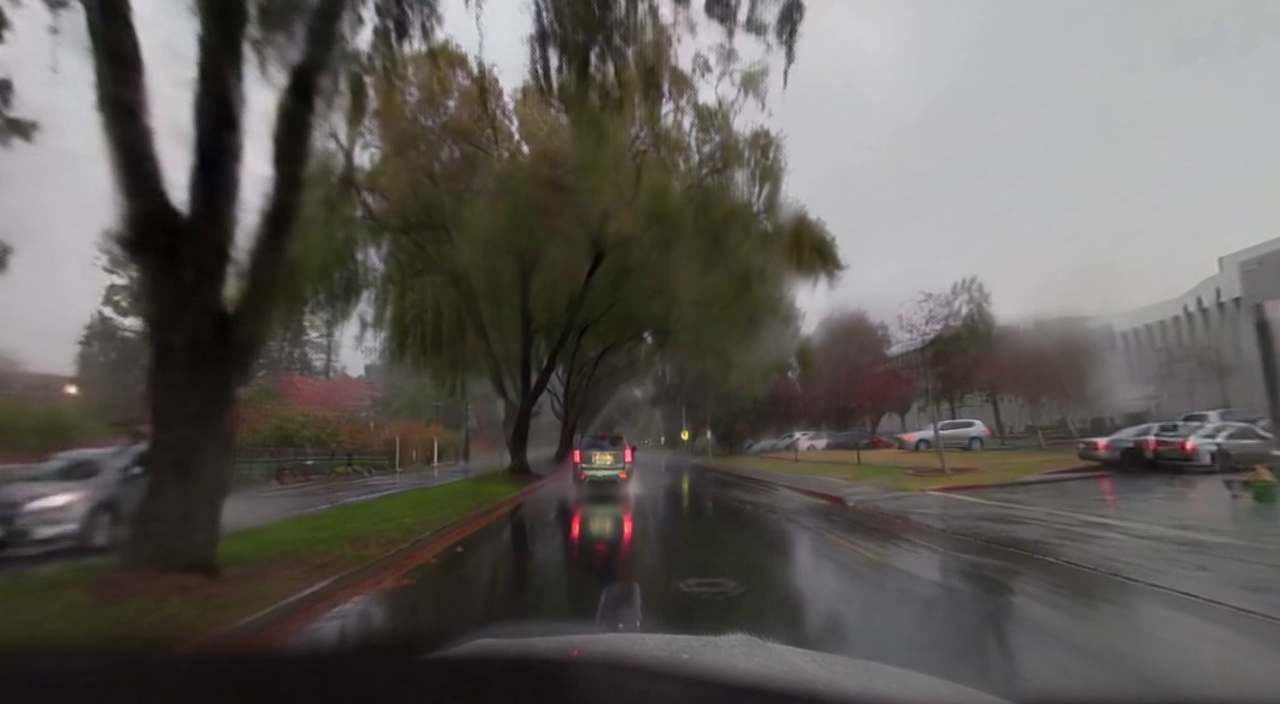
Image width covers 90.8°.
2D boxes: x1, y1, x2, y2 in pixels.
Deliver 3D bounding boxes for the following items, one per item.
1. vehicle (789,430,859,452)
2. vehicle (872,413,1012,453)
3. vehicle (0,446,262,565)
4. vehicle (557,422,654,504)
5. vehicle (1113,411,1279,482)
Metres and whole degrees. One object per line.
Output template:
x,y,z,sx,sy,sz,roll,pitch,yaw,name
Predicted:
12.327,5.994,42.563,4.090,1.433,1.983,0,-8,-2,vehicle
12.837,3.482,27.117,4.788,1.625,2.319,0,-8,-3,vehicle
-8.616,2.309,10.422,2.027,1.493,4.707,0,-8,-3,vehicle
-0.843,2.903,17.073,2.157,1.816,5.804,0,-8,-1,vehicle
14.163,2.101,14.073,5.344,1.440,2.318,0,-8,2,vehicle
